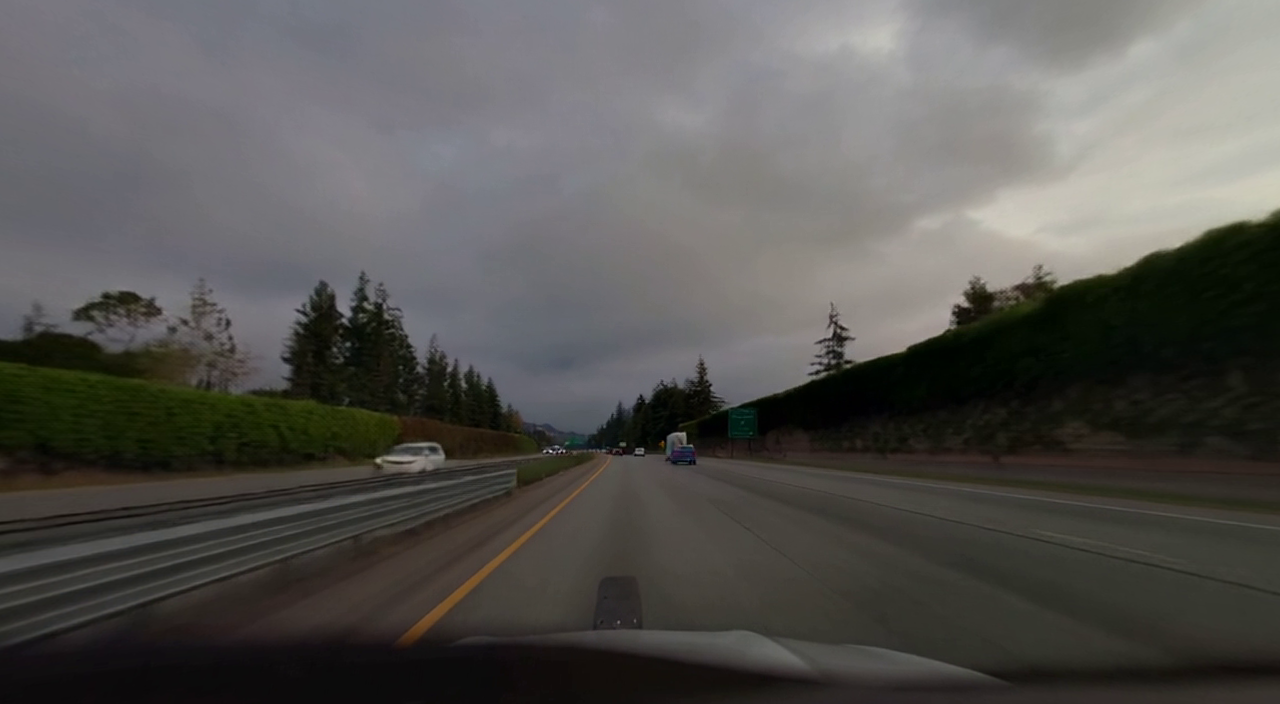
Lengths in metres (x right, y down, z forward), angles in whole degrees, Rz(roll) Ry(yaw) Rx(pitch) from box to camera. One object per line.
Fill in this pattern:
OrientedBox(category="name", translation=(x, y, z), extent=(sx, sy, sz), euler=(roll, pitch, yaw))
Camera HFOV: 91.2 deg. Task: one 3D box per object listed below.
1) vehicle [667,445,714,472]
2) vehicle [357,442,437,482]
OrientedBox(category="vehicle", translation=(2.873, 6.248, 36.984), extent=(2.244, 1.498, 4.338), euler=(0, -9, -2))
OrientedBox(category="vehicle", translation=(-9.752, 4.415, 25.455), extent=(1.786, 1.466, 3.718), euler=(0, -9, -1))
